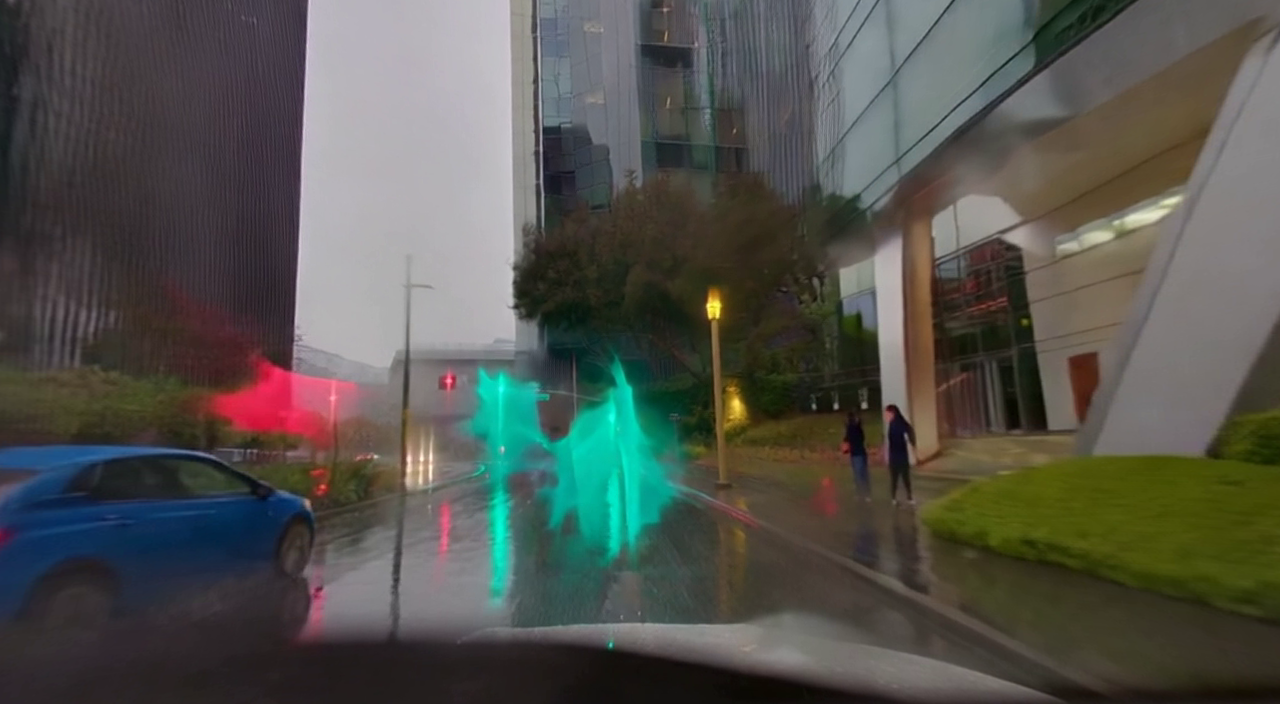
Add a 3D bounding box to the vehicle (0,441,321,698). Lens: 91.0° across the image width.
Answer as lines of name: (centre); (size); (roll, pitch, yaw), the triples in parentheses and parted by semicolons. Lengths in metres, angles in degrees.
vehicle: (-4.769, 1.474, 5.067); (2.045, 1.479, 4.616); (0, -9, -1)
